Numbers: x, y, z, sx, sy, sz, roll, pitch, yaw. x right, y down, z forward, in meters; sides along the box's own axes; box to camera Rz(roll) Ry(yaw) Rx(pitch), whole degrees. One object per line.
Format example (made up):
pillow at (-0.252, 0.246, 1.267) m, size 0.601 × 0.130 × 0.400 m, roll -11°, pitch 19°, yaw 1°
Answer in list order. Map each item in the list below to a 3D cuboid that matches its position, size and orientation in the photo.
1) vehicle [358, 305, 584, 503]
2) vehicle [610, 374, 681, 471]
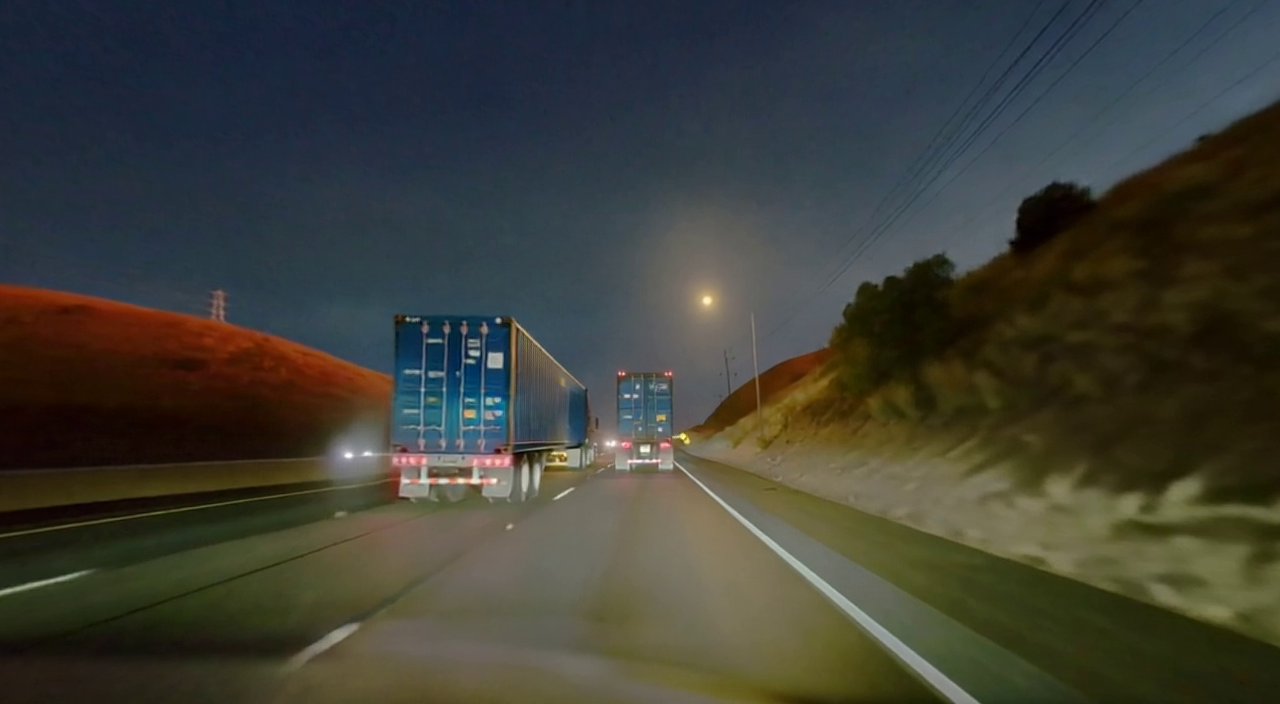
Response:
vehicle at (-4.078, 2.005, 19.836) m, size 3.065 × 4.105 × 13.706 m, roll 0°, pitch -8°, yaw 1°
vehicle at (0.112, 3.812, 32.463) m, size 3.006 × 4.120 × 11.586 m, roll 0°, pitch -8°, yaw -1°
